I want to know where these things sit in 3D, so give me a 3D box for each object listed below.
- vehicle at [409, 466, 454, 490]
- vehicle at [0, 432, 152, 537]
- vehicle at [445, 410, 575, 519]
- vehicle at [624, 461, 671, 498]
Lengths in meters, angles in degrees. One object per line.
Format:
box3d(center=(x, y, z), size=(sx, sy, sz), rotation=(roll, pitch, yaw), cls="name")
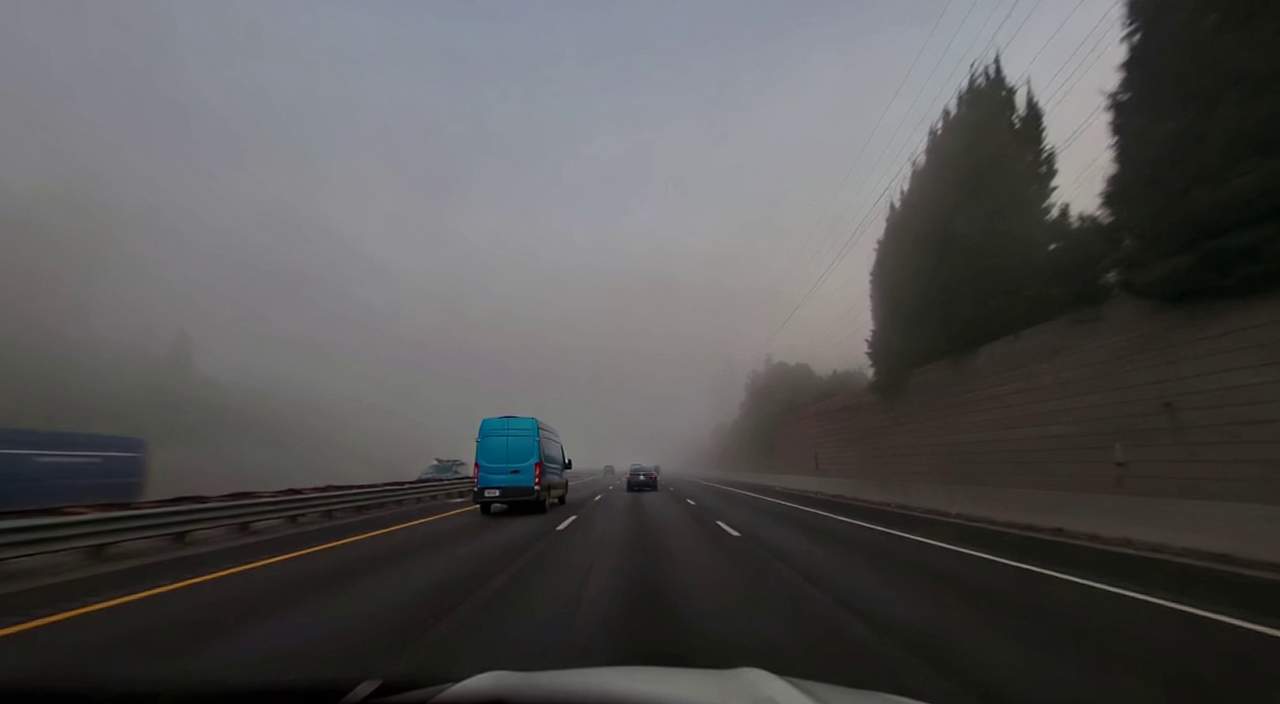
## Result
box3d(center=(-12.745, 7.705, 38.657), size=(1.579, 1.366, 3.348), rotation=(1, -10, -1), cls="vehicle")
box3d(center=(-12.221, 2.485, 11.984), size=(2.083, 1.798, 4.610), rotation=(0, -11, 0), cls="vehicle")
box3d(center=(-3.518, 3.373, 18.839), size=(2.394, 2.609, 6.875), rotation=(1, -11, 0), cls="vehicle")
box3d(center=(0.319, 5.804, 28.848), size=(2.006, 1.554, 3.863), rotation=(1, -10, -1), cls="vehicle")
